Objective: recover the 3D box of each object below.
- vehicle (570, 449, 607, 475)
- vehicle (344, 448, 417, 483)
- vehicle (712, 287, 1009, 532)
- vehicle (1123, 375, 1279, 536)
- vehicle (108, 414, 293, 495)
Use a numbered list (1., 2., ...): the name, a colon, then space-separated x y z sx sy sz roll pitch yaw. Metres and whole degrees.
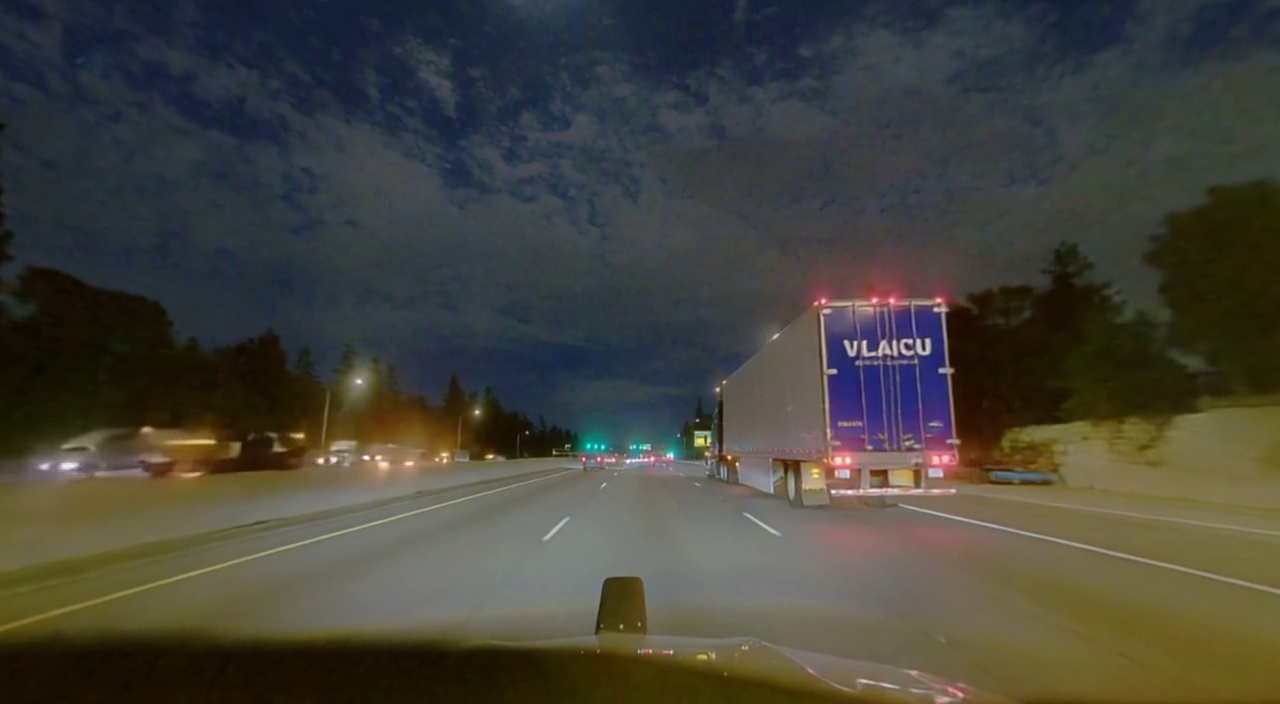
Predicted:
1. vehicle: -3.377 7.308 42.261 2.107 1.626 4.804 0 -9 0
2. vehicle: -11.376 4.987 27.835 1.703 1.402 3.514 0 -9 0
3. vehicle: 4.409 2.000 17.548 2.847 4.075 14.244 0 -9 -1
4. vehicle: 17.880 2.286 13.806 2.856 4.064 14.685 0 -9 0
5. vehicle: -15.828 3.759 23.306 2.519 2.602 5.775 0 -9 1
